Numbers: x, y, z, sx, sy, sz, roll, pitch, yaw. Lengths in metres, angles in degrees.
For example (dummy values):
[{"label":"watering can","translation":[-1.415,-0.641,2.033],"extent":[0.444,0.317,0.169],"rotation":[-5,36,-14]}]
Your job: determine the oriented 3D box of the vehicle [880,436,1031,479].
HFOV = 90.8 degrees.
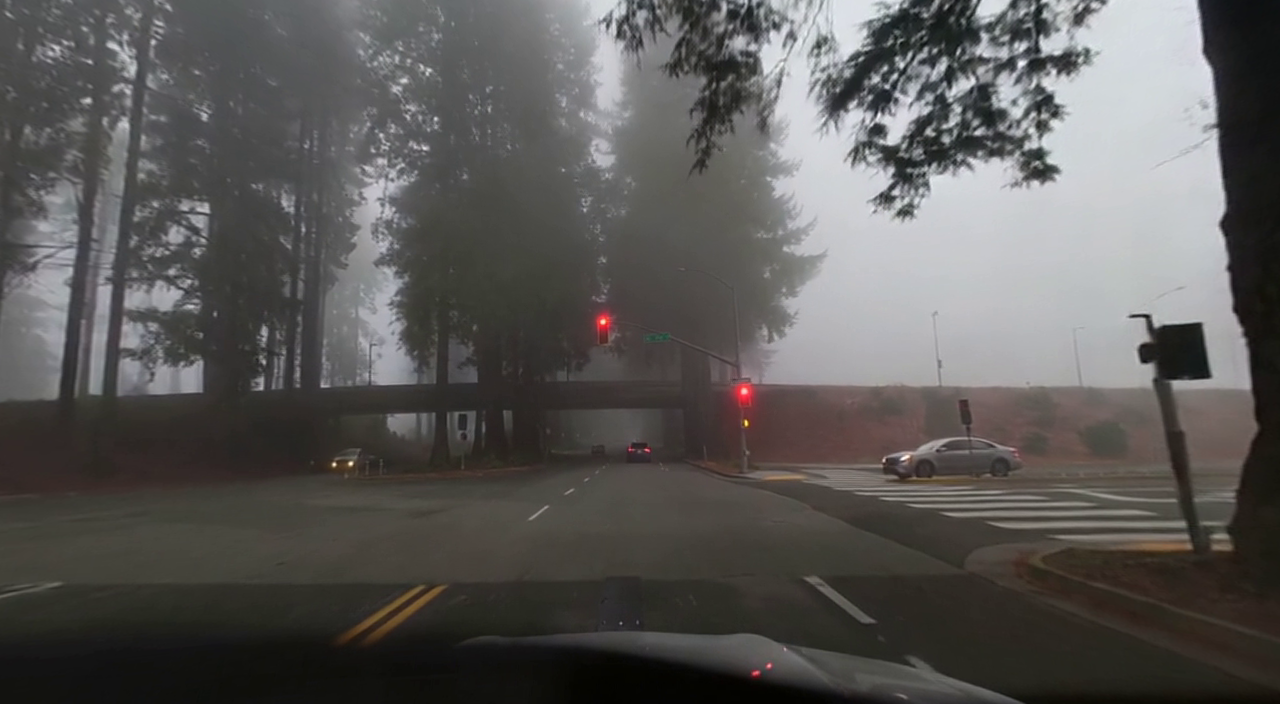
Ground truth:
[{"label":"vehicle","translation":[11.649,3.899,23.494],"extent":[4.691,1.466,1.800],"rotation":[1,-9,-6]}]
